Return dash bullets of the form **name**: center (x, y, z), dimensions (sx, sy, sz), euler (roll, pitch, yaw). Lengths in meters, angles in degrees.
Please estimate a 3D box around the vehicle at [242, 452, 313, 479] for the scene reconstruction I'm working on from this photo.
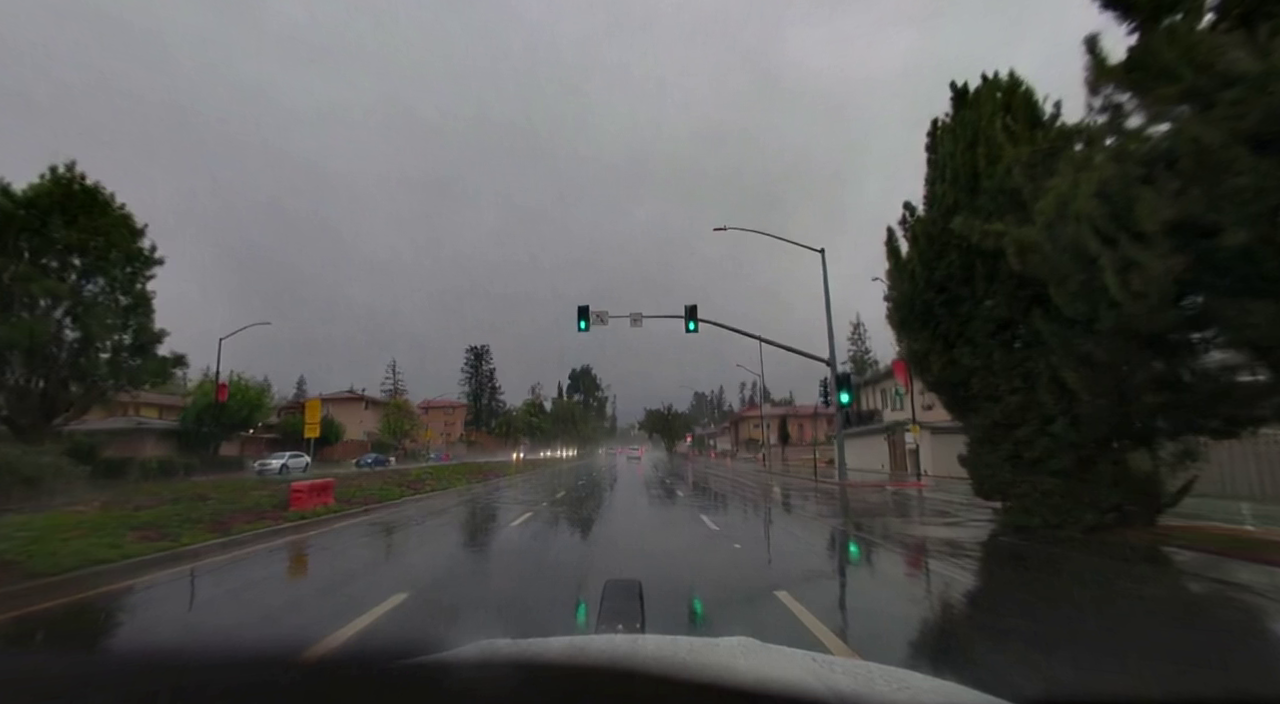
- **vehicle**: center (-25.286, 7.932, 44.328), dimensions (1.908, 1.719, 4.972), euler (0, -9, 1)
